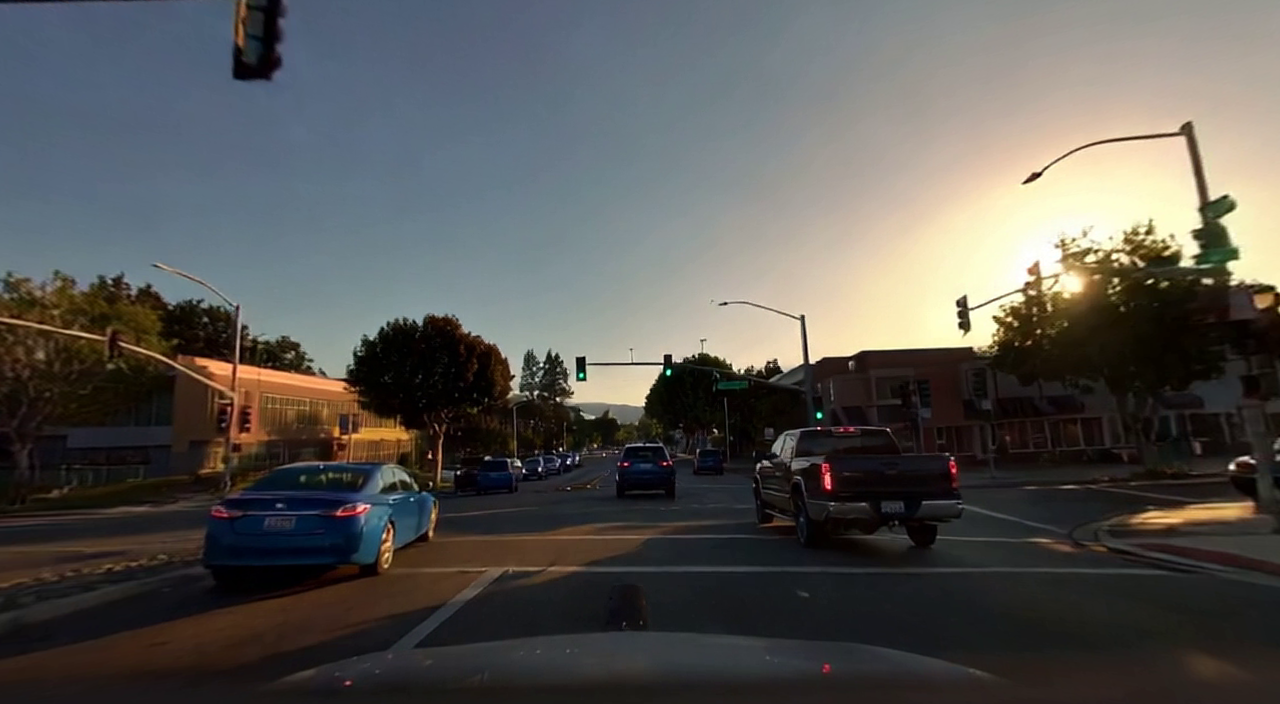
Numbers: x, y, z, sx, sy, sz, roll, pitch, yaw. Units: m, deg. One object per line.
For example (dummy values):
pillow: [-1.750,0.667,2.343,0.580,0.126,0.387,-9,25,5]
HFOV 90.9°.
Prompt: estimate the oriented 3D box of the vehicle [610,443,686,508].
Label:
vehicle: [0.262,3.722,19.544,2.113,1.768,3.901,0,-8,1]

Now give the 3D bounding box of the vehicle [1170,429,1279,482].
vehicle: [25.048,4.095,25.259,5.370,1.974,2.299,-1,-9,3]

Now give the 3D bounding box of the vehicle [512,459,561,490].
vehicle: [-5.526,6.596,34.074,1.882,1.342,3.755,-4,-9,1]

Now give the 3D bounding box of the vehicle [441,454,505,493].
vehicle: [-8.920,6.502,34.104,2.069,1.717,4.658,-4,-9,1]

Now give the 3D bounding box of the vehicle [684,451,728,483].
vehicle: [4.321,7.585,42.091,2.408,1.908,5.355,0,-8,0]

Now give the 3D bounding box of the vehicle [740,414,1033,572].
vehicle: [3.404,2.111,10.515,2.571,1.857,5.841,0,-8,0]

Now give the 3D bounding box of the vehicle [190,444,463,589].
vehicle: [-3.935,2.067,9.028,1.909,1.476,4.751,1,-8,-6]
